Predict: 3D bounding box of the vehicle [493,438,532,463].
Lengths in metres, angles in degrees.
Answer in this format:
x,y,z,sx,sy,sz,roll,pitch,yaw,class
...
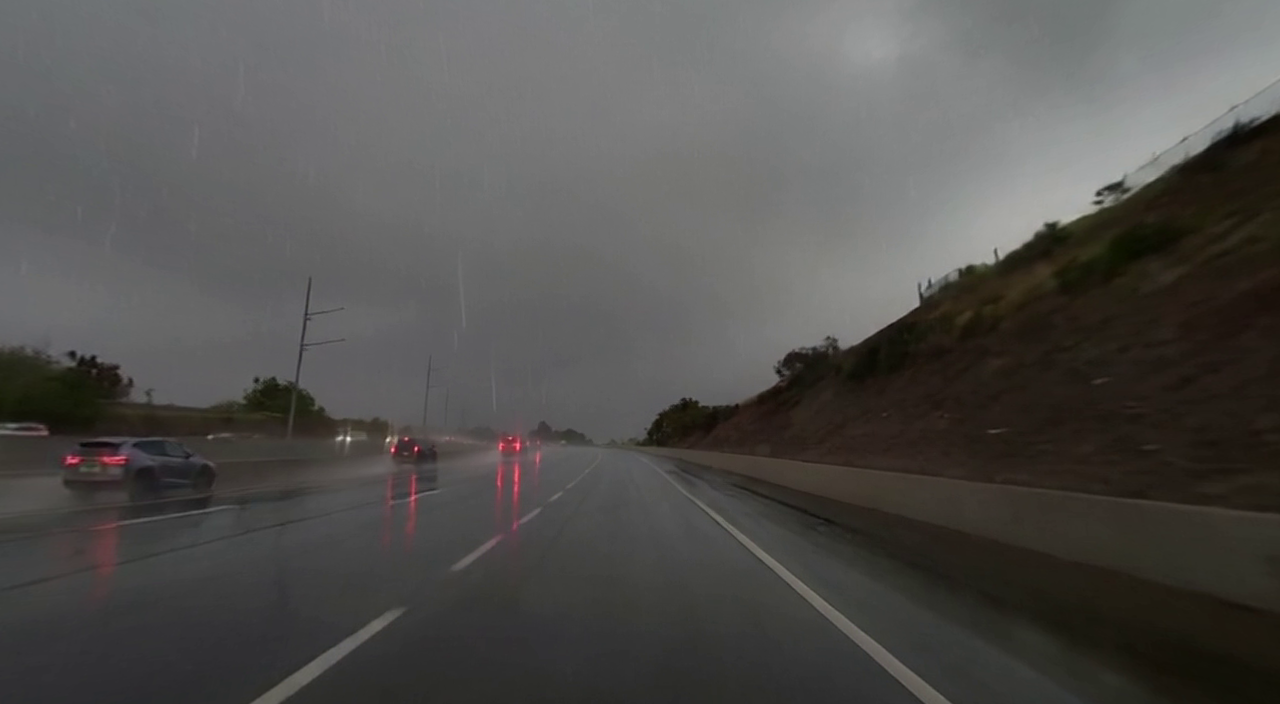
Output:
x,y,z,sx,sy,sz,roll,pitch,yaw,class
-9.424,7.313,46.943,2.104,1.715,4.319,0,-8,-2,vehicle

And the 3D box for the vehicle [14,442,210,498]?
x,y,z,sx,sy,sz,roll,pitch,yaw,class
-15.407,3.441,18.873,1.955,1.429,4.575,0,-9,-1,vehicle

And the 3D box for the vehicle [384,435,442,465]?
x,y,z,sx,sy,sz,roll,pitch,yaw,class
-16.014,6.926,44.897,2.240,1.953,5.452,1,-8,-2,vehicle
